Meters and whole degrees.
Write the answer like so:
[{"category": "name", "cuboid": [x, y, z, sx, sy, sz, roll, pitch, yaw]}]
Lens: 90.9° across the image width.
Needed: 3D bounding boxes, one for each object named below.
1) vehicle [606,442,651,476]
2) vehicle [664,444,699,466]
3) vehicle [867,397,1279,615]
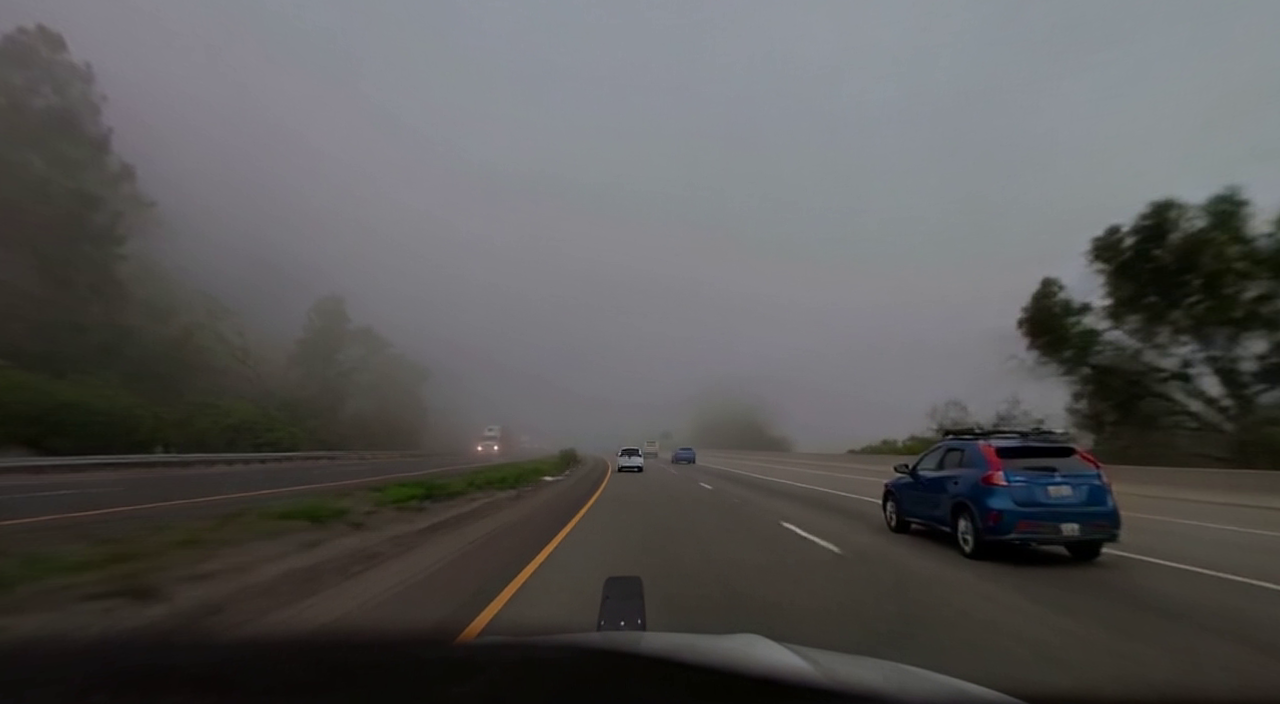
[{"category": "vehicle", "cuboid": [-0.579, 5.183, 30.622, 2.050, 1.534, 3.771, 0, -9, -2]}, {"category": "vehicle", "cuboid": [2.970, 7.526, 46.059, 2.008, 1.504, 4.291, 1, -9, -4]}, {"category": "vehicle", "cuboid": [4.190, 1.458, 6.746, 2.013, 1.623, 3.916, 0, -9, 0]}]
